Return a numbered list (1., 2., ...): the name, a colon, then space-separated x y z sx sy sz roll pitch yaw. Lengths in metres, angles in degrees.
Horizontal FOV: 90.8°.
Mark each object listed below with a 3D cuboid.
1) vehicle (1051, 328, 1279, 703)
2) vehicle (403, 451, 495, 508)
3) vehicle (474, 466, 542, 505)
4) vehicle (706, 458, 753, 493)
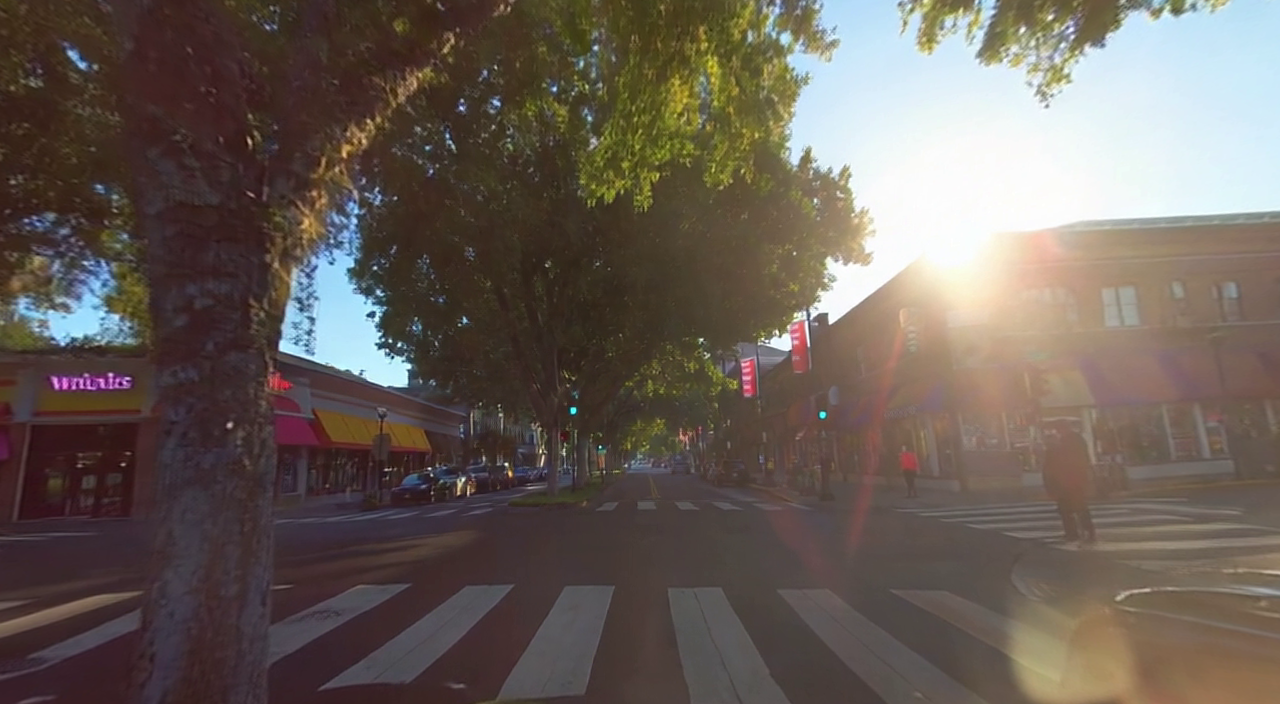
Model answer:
1. vehicle: 2.661 0.690 1.206 1.822 1.654 2.794 0 -8 1
2. vehicle: -8.798 5.900 29.873 2.489 2.323 5.843 0 -8 0
3. vehicle: -5.745 5.871 28.155 1.983 1.438 4.559 0 -8 1
4. vehicle: 5.199 7.211 37.270 2.010 1.844 4.386 0 -8 -2
